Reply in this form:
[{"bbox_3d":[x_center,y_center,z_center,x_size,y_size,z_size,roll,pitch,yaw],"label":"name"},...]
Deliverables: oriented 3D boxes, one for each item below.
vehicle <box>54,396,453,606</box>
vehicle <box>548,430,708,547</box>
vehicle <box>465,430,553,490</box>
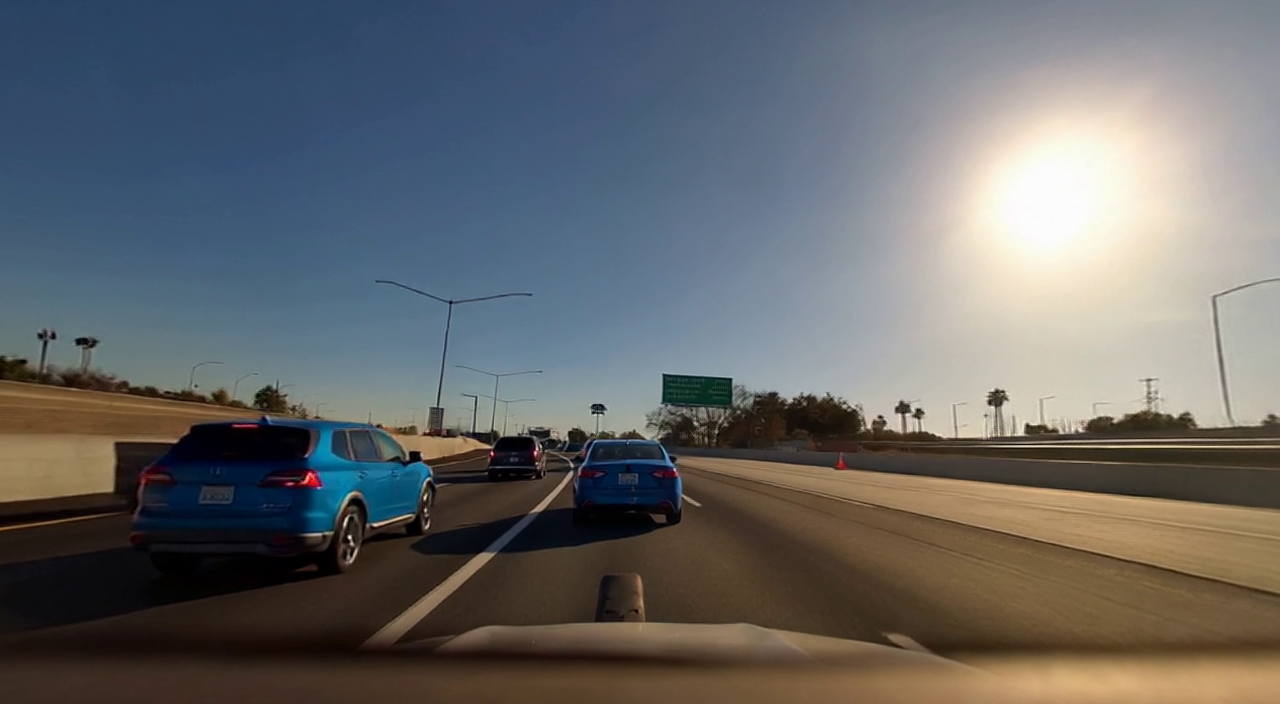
[{"bbox_3d":[-3.785,1.520,7.293,2.025,1.708,4.089,0,-9,-1],"label":"vehicle"},{"bbox_3d":[-0.217,2.067,10.219,2.069,1.484,3.982,0,-9,-2],"label":"vehicle"},{"bbox_3d":[-4.061,3.418,20.258,1.982,1.727,4.057,0,-9,-1],"label":"vehicle"}]
